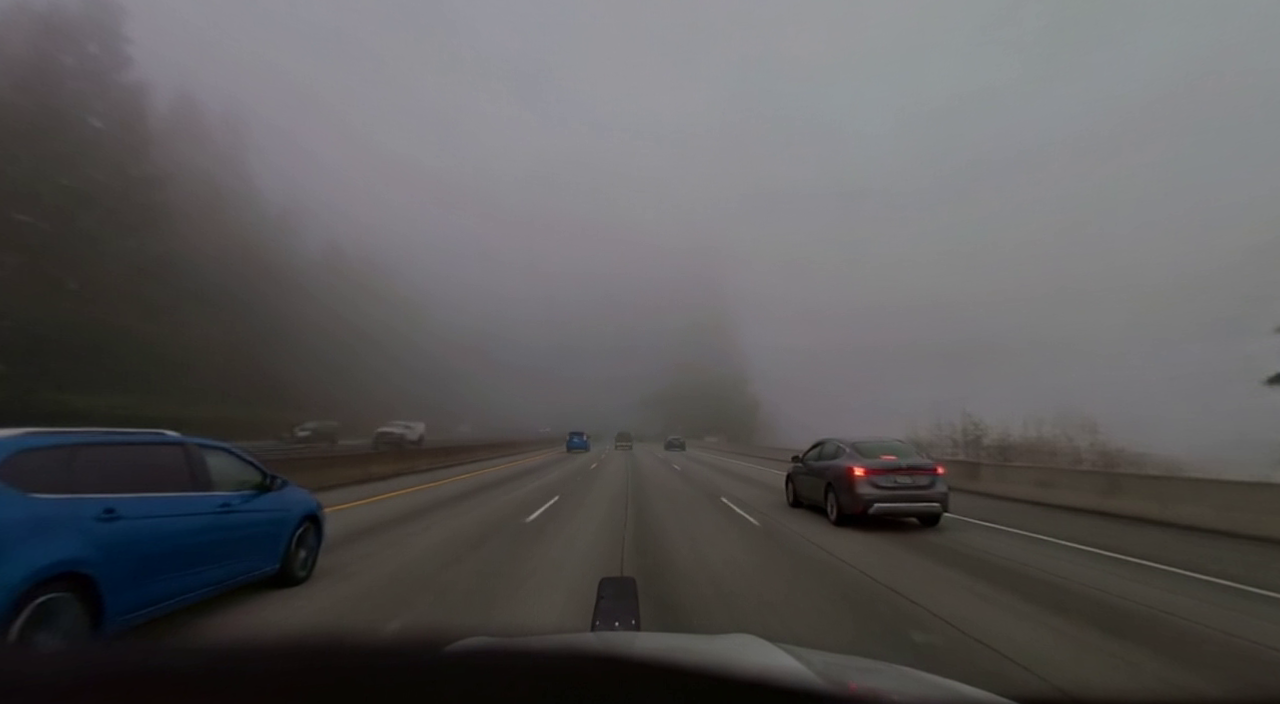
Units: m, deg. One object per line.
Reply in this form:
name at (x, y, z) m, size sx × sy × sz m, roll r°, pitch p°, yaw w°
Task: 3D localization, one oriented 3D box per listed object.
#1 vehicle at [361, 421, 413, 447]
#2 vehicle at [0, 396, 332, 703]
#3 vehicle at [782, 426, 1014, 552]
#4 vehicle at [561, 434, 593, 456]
vehicle at (-14.195, 4.635, 35.530) m, size 1.587 × 1.408 × 3.375 m, roll 0°, pitch -8°, yaw -1°
vehicle at (-3.948, 1.056, 3.497) m, size 2.032 × 1.535 × 4.889 m, roll 0°, pitch -8°, yaw 0°
vehicle at (3.640, 1.954, 9.771) m, size 1.883 × 1.536 × 3.792 m, roll 0°, pitch -8°, yaw -2°
vehicle at (-4.518, 6.708, 45.617) m, size 1.941 × 1.529 × 4.111 m, roll 0°, pitch -8°, yaw -1°
